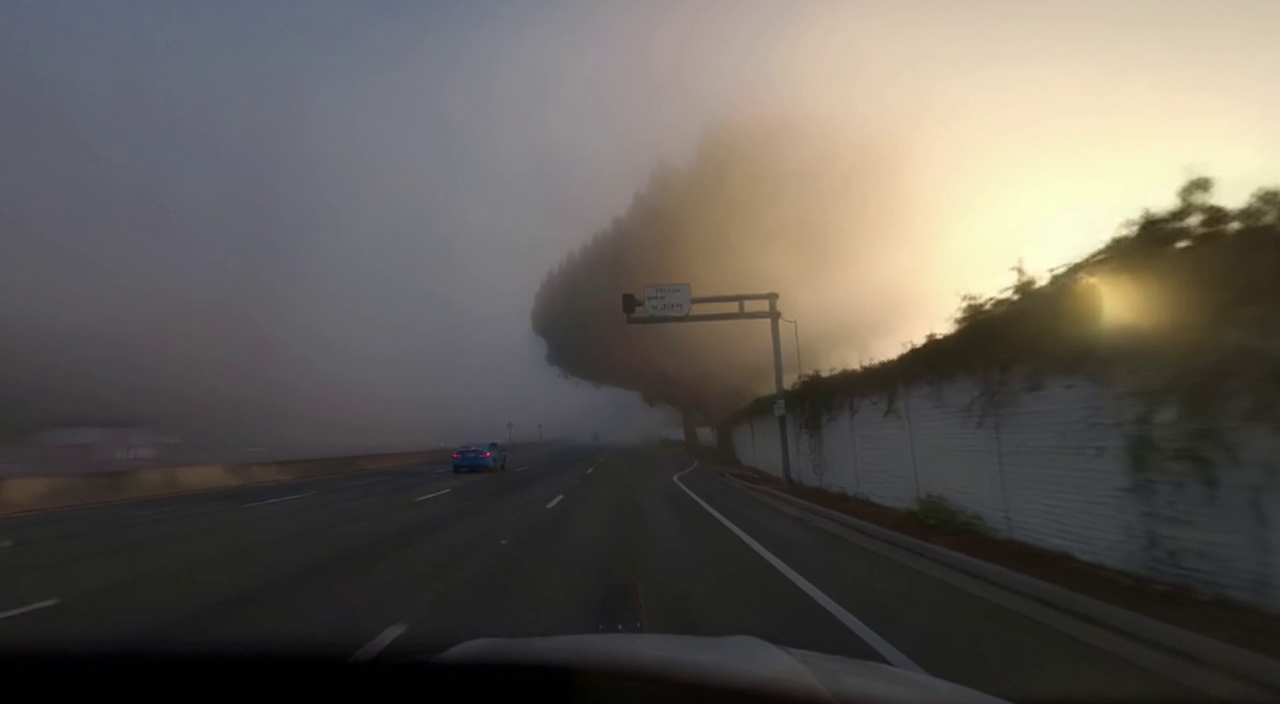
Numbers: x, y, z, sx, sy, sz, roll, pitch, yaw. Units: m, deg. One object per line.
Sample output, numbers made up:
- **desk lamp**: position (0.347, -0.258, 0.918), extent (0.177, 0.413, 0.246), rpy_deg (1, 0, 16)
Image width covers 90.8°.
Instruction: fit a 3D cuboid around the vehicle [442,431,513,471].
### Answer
- **vehicle**: position (-7.619, 4.708, 30.196), extent (2.115, 1.711, 4.722), rpy_deg (0, -9, 0)
